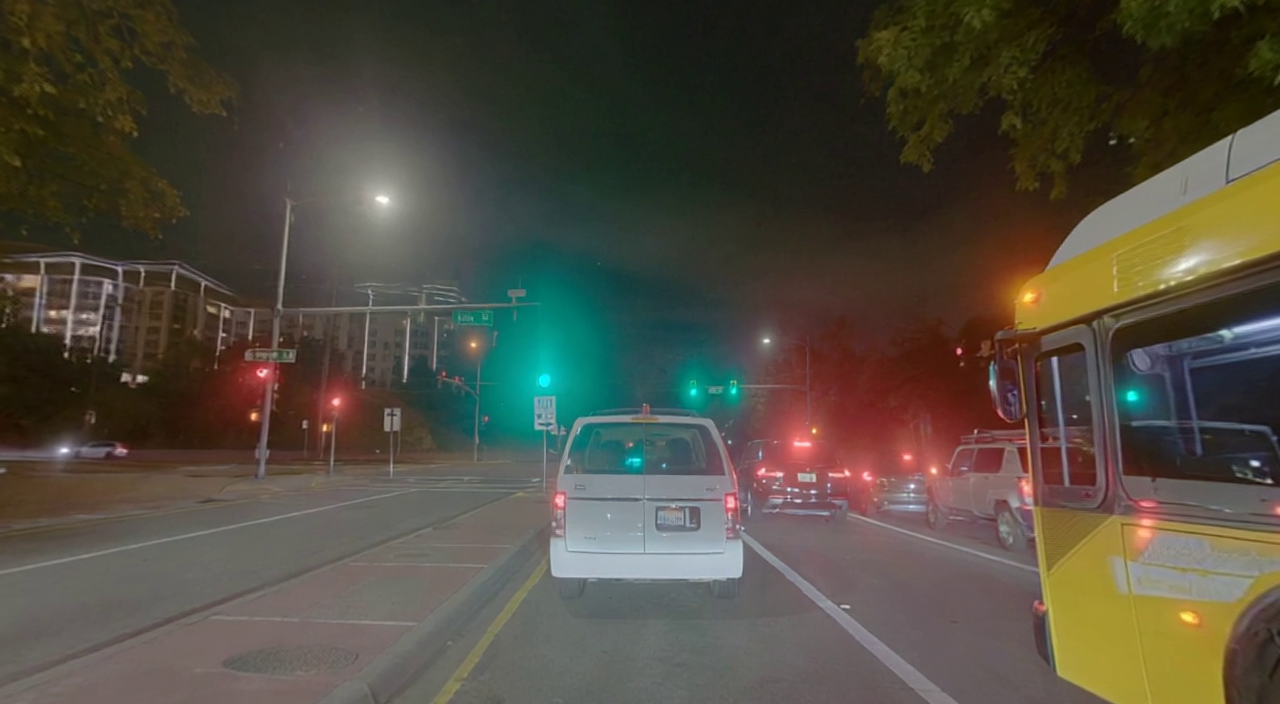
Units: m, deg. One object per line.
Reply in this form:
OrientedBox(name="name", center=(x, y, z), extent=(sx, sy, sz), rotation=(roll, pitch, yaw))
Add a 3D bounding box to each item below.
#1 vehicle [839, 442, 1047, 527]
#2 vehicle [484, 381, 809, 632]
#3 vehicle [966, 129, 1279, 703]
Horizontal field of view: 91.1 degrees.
OrientedBox(name="vehicle", center=(5.992, 2.638, 13.223), extent=(1.987, 1.457, 4.675), rotation=(0, -8, -1))
OrientedBox(name="vehicle", center=(0.021, 1.475, 7.009), extent=(2.381, 1.842, 4.603), rotation=(0, -8, -1))
OrientedBox(name="vehicle", center=(2.617, 0.318, 0.427), extent=(2.037, 2.065, 5.037), rotation=(0, -8, 0))
